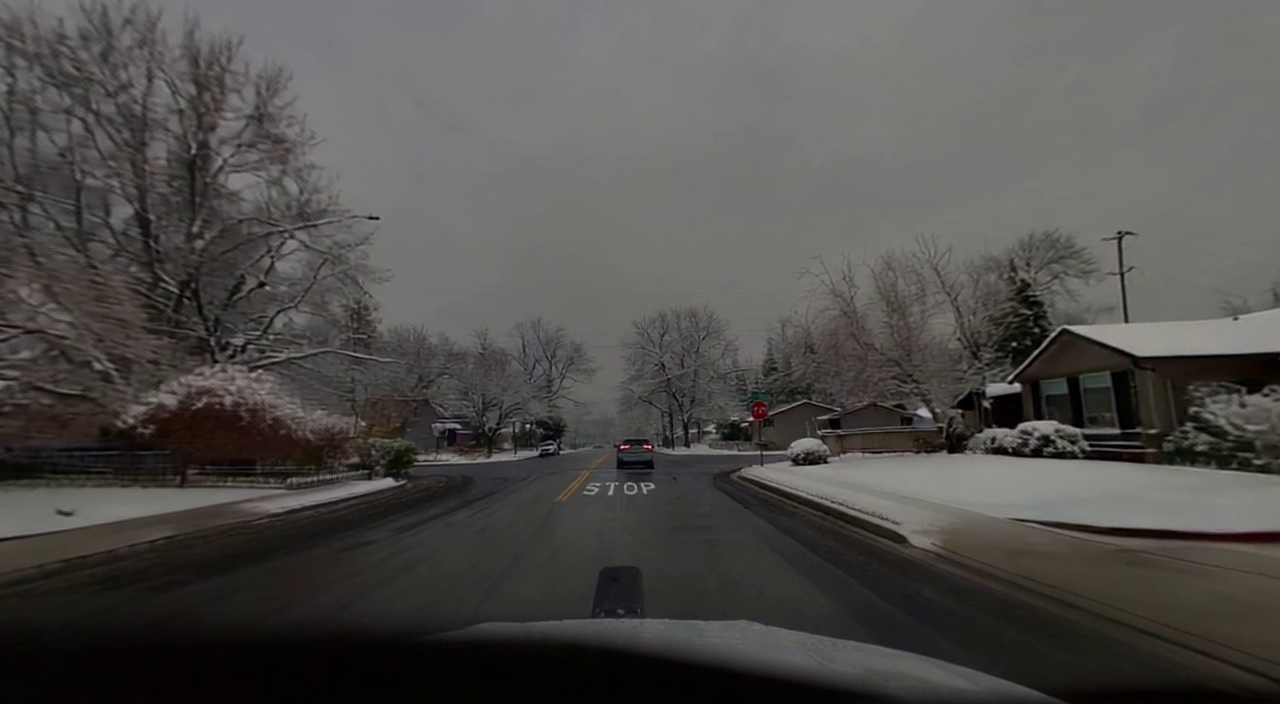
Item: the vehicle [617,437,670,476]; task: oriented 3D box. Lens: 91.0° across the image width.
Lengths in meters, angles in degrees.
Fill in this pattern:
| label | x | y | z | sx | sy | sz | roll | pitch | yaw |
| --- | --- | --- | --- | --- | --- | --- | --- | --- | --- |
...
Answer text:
| label | x | y | z | sx | sy | sz | roll | pitch | yaw |
| --- | --- | --- | --- | --- | --- | --- | --- | --- | --- |
| vehicle | 0.083 | 4.421 | 26.805 | 2.043 | 1.484 | 4.340 | 0 | -9 | -1 |
